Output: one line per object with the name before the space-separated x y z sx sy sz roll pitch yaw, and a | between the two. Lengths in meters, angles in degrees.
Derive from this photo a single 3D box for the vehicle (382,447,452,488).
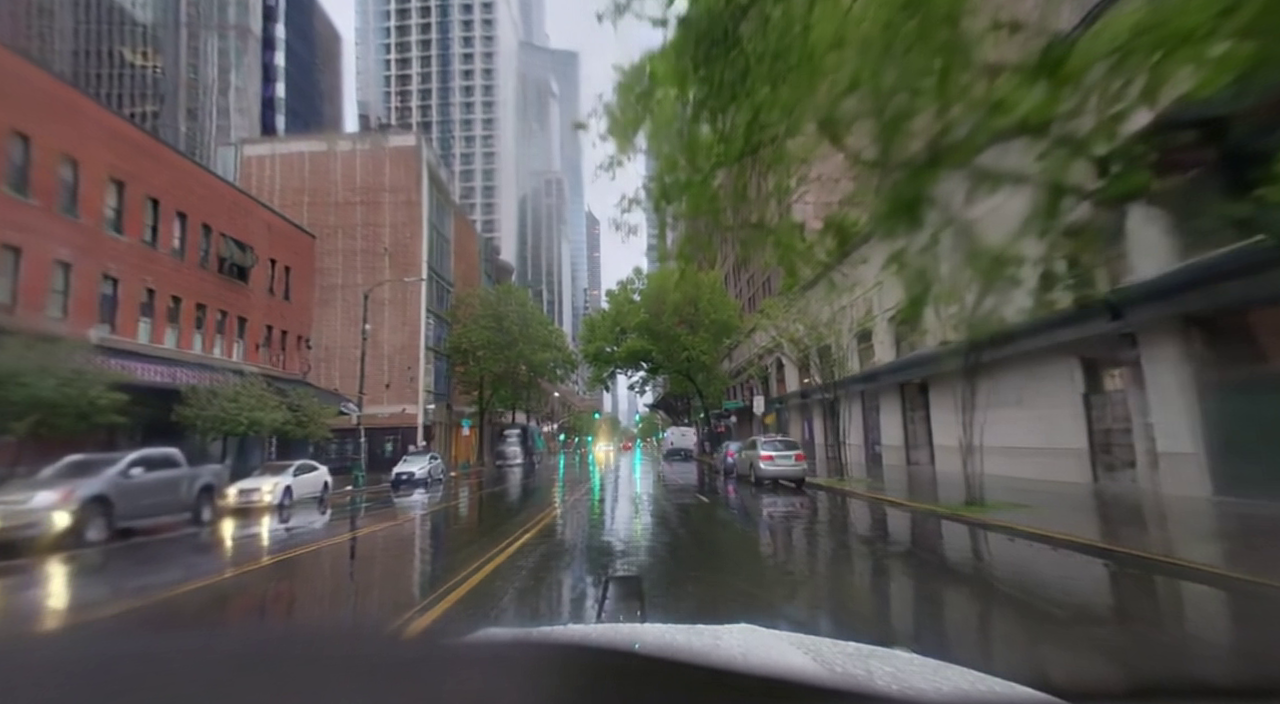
vehicle | -11.221 5.820 32.159 2.039 1.770 4.445 -3 -9 -1

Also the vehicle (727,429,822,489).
vehicle | 4.681 3.808 22.957 2.237 1.908 5.320 0 -8 -1

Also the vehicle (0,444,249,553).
vehicle | -11.294 3.030 13.985 1.970 1.828 5.519 -3 -8 -2

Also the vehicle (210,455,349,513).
vehicle | -11.340 4.151 20.300 2.007 1.511 4.280 -4 -9 0
